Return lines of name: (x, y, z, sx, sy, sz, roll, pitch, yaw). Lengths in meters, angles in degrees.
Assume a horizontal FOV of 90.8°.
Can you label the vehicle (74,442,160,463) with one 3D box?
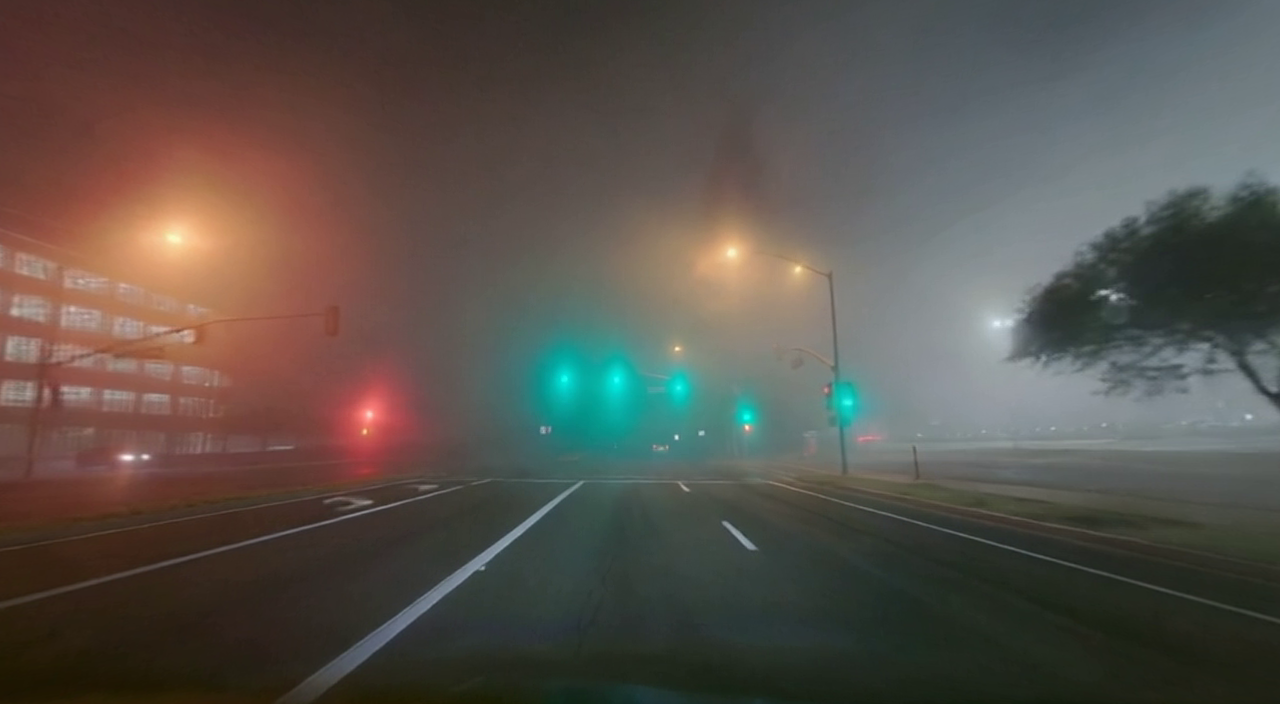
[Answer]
vehicle: (-38.095, 7.338, 46.172, 4.390, 1.482, 1.781, 3, -9, -22)
